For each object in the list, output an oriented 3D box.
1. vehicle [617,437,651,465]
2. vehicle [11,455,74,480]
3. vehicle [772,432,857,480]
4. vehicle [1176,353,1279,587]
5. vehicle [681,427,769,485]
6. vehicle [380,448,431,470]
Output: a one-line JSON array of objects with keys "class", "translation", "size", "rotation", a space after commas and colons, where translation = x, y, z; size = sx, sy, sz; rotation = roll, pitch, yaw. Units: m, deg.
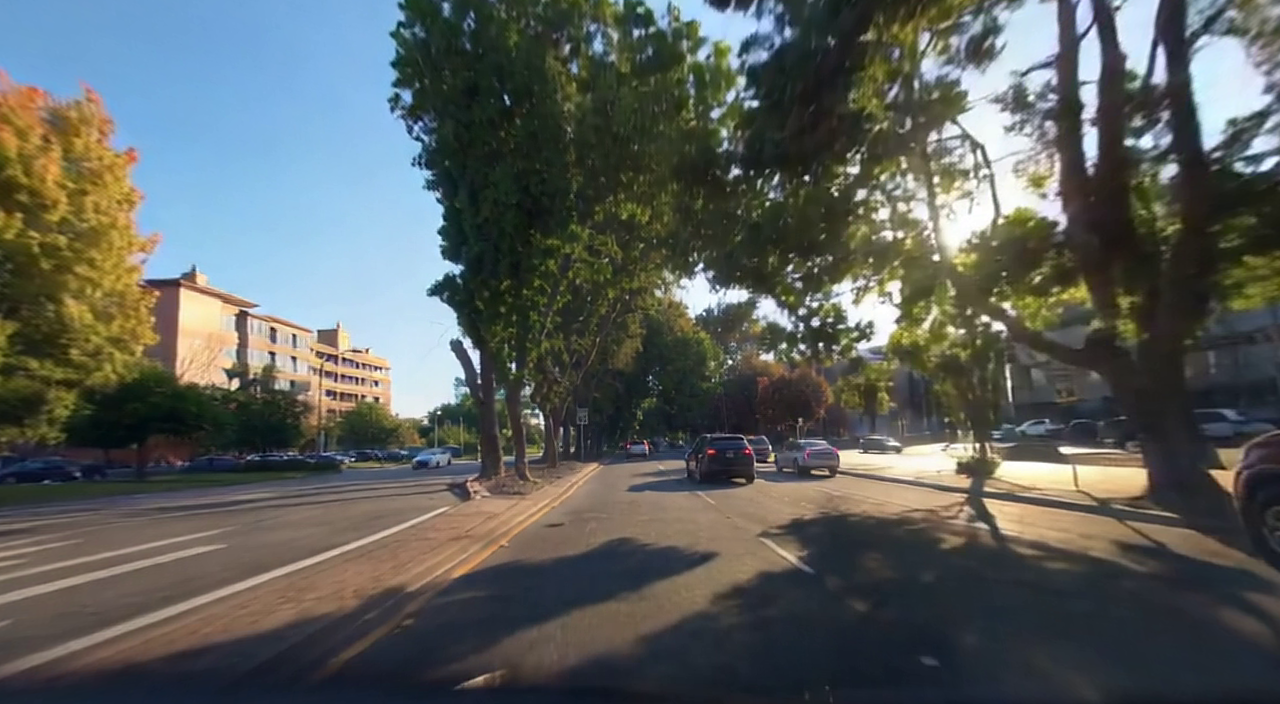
[{"class": "vehicle", "translation": [-0.384, 6.408, 41.132], "size": [2.132, 1.693, 3.819], "rotation": [0, -8, -1]}, {"class": "vehicle", "translation": [-44.526, 8.571, 47.208], "size": [1.896, 1.725, 4.611], "rotation": [3, -9, -24]}, {"class": "vehicle", "translation": [6.676, 4.023, 24.693], "size": [2.025, 1.719, 4.161], "rotation": [0, -8, -1]}, {"class": "vehicle", "translation": [7.173, 0.816, 3.974], "size": [2.429, 2.142, 5.731], "rotation": [0, -8, -1]}, {"class": "vehicle", "translation": [2.786, 3.560, 21.886], "size": [2.227, 1.794, 4.457], "rotation": [0, -8, -2]}, {"class": "vehicle", "translation": [-18.305, 8.368, 49.624], "size": [2.129, 1.531, 4.696], "rotation": [0, -8, 1]}]
